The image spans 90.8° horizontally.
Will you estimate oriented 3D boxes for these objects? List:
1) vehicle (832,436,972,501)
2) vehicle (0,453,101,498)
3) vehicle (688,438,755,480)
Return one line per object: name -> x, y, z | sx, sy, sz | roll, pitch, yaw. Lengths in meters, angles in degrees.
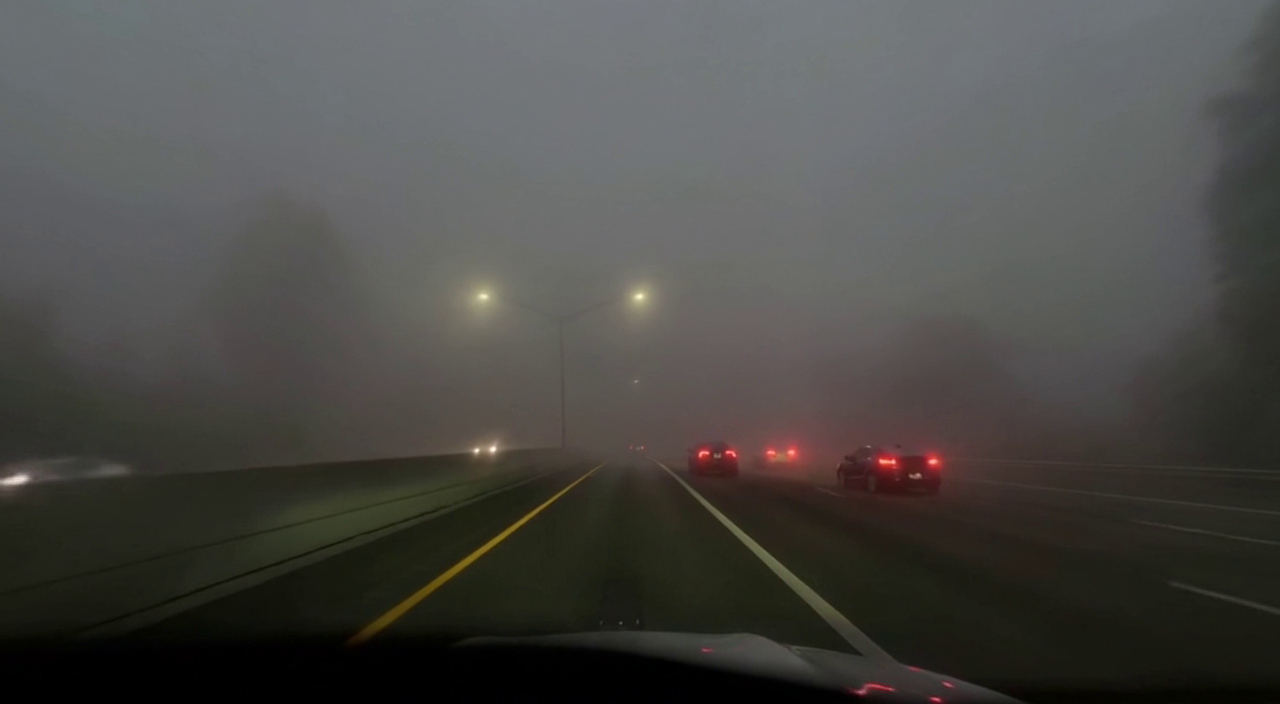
vehicle -> 6.833, 3.072, 17.027 | 2.038, 1.528, 3.910 | 0, -8, -1
vehicle -> -22.169, 4.365, 22.578 | 1.888, 1.373, 4.582 | 1, -8, -2
vehicle -> 3.198, 4.302, 25.667 | 2.056, 1.553, 4.320 | 0, -8, -2
